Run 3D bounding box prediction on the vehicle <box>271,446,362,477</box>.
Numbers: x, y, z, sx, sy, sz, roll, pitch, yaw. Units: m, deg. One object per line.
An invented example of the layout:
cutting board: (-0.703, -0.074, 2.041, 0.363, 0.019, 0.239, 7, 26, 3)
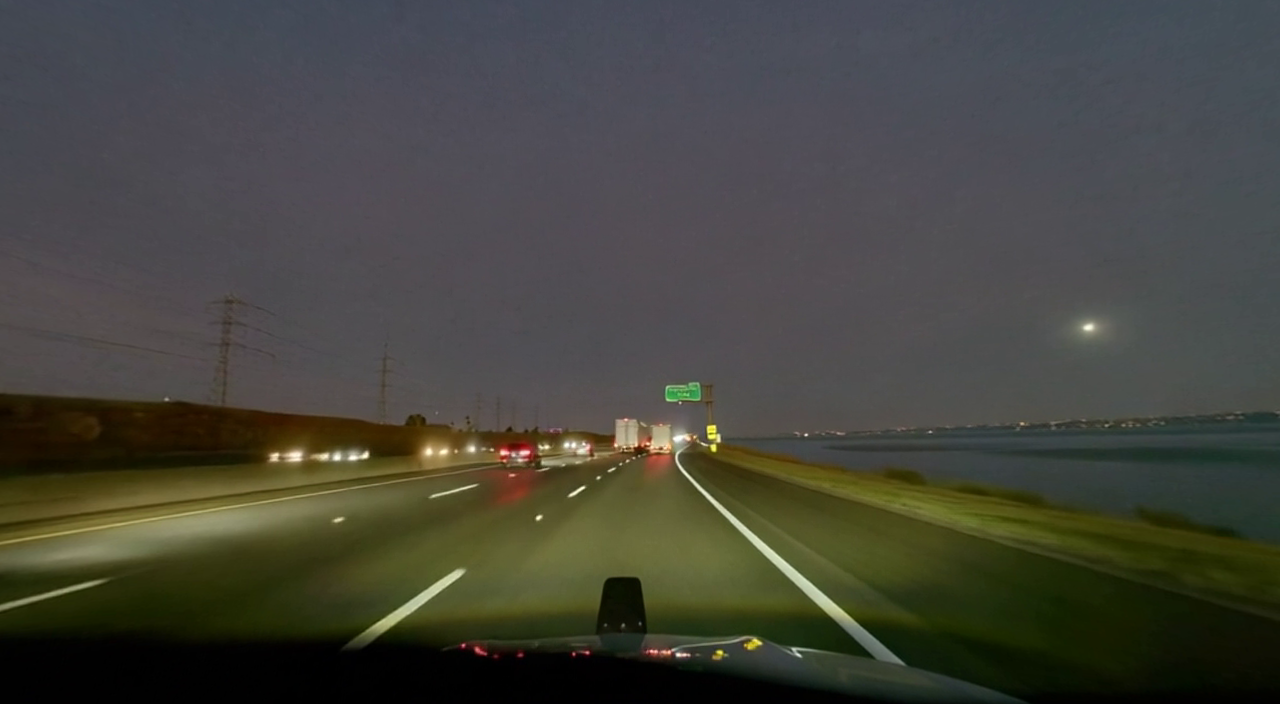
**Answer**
vehicle: (-16.549, 5.603, 32.542, 2.164, 1.462, 4.489, -1, -8, 2)
